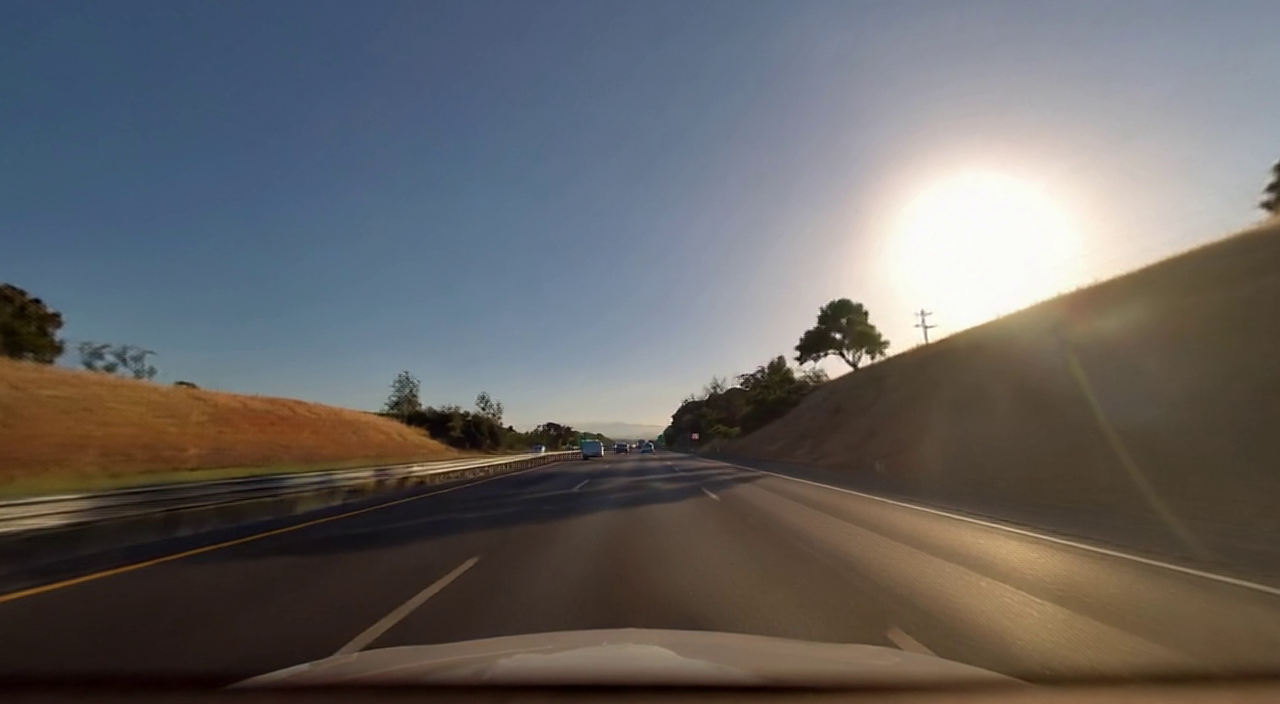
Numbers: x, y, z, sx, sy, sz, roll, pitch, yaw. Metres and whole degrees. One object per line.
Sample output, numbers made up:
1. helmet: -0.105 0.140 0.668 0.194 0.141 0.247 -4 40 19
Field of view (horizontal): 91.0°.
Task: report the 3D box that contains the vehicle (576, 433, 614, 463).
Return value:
1. vehicle: -3.152 6.933 45.358 2.286 2.011 4.452 0 -8 2
